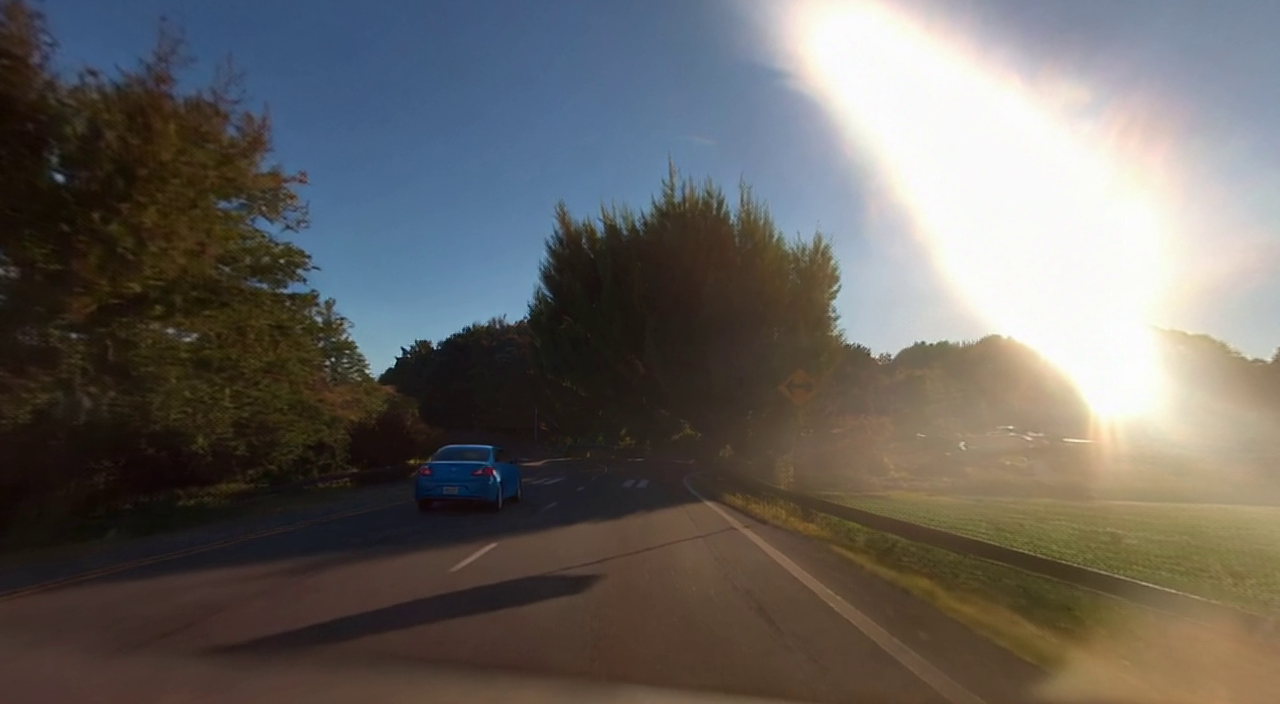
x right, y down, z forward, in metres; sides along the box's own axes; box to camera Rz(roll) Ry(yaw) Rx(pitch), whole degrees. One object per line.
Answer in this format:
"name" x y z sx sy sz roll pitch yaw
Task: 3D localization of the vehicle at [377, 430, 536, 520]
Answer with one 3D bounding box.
"vehicle" -3.630 2.533 13.369 2.078 1.607 3.959 0 -9 1
